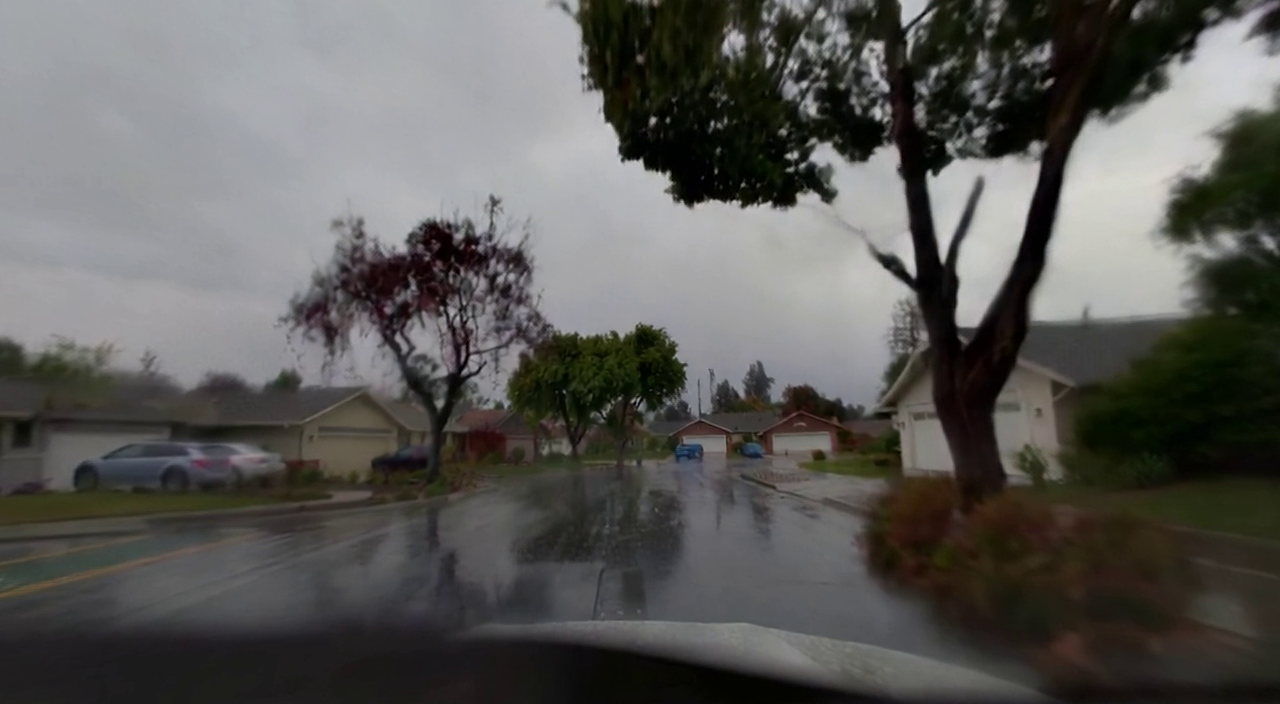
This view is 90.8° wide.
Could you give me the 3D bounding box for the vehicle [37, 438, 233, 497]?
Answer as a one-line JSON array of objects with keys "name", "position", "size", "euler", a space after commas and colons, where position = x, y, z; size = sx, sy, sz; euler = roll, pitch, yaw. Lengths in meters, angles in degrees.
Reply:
[{"name": "vehicle", "position": [-16.671, 3.815, 21.111], "size": [4.581, 1.811, 2.145], "euler": [0, -9, -2]}]
